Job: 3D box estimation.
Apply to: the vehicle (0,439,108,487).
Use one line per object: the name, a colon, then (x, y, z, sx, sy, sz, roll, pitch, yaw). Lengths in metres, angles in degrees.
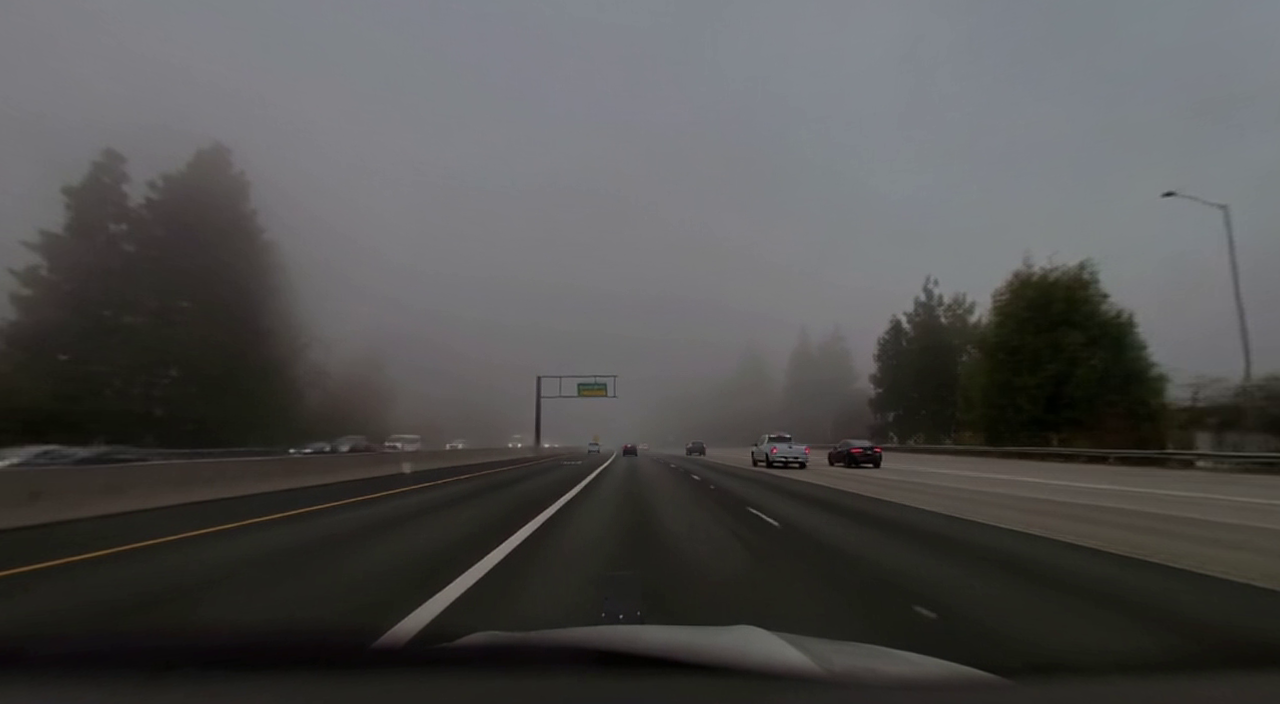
vehicle: (-21.093, 3.723, 21.347, 1.994, 1.491, 4.711, 0, -8, -1)

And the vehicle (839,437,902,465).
vehicle: (14.017, 6.029, 38.555, 2.072, 1.611, 4.387, 0, -8, -2)

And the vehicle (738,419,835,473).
vehicle: (7.021, 4.686, 31.452, 2.779, 2.339, 8.073, 0, -8, -1)
